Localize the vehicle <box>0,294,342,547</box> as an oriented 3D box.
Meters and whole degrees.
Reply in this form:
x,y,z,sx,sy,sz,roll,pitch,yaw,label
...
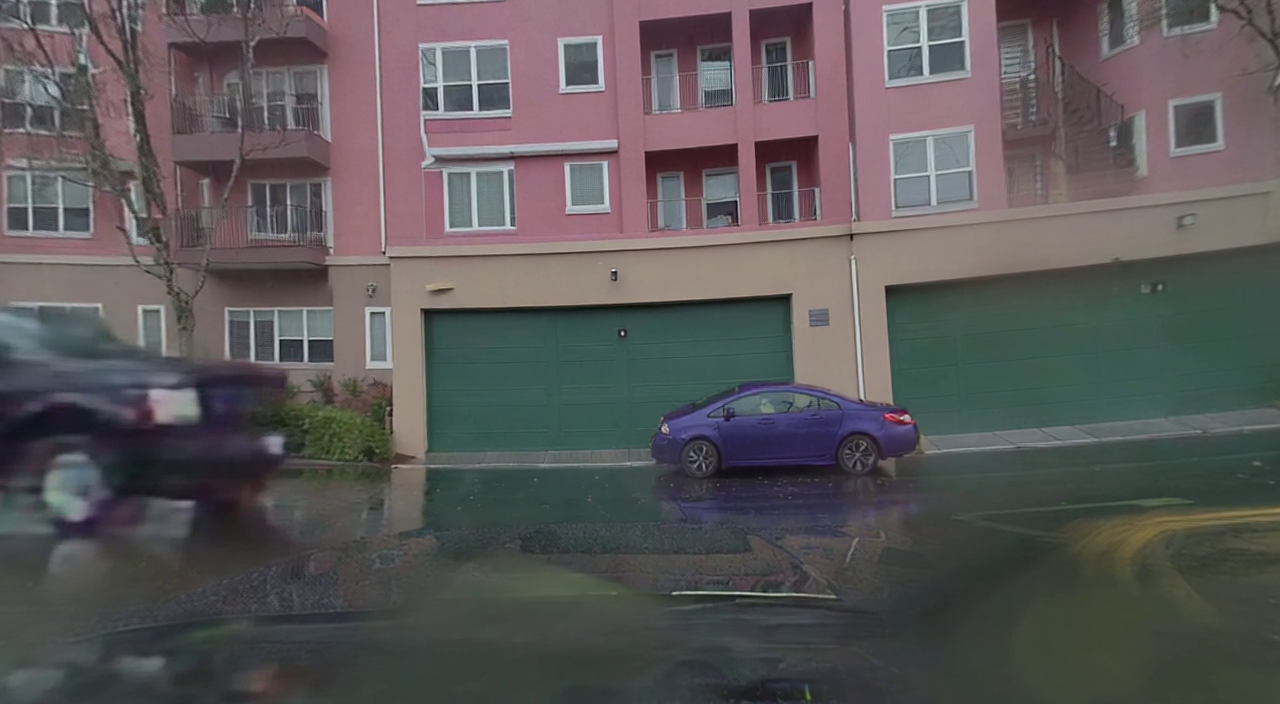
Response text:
x,y,z,sx,sy,sz,roll,pitch,yaw,label
-6.148,0.669,6.019,5.448,1.974,2.176,0,-8,0,vehicle

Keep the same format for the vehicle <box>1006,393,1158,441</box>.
x,y,z,sx,sy,sz,roll,pitch,yaw,label
15.783,2.368,22.679,3.905,1.475,2.057,-2,-8,-2,vehicle

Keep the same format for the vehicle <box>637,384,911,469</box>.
x,y,z,sx,sy,sz,roll,pitch,yaw,label
2.301,1.417,11.838,4.697,1.444,1.825,0,-8,-1,vehicle
